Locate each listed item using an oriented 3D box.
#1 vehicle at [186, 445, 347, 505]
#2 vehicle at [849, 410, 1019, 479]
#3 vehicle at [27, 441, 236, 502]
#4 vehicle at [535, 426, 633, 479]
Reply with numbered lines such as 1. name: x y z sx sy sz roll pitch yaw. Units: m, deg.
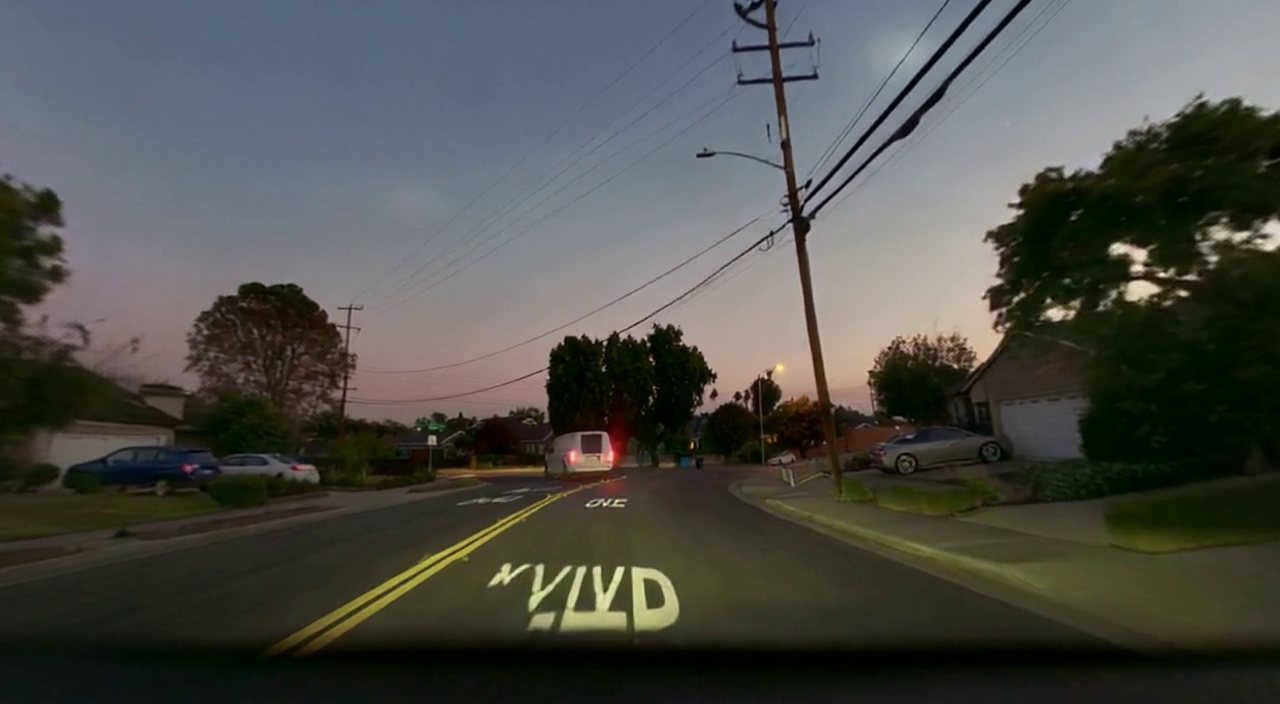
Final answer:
1. vehicle: -13.599 4.568 23.272 4.550 1.655 2.143 -5 -15 -1
2. vehicle: 9.962 3.196 21.734 4.658 1.536 2.090 -9 -10 1
3. vehicle: -16.398 3.856 20.632 4.881 1.828 2.111 0 -9 -2
4. vehicle: -3.741 6.374 40.366 2.929 3.058 7.559 6 -10 -34
